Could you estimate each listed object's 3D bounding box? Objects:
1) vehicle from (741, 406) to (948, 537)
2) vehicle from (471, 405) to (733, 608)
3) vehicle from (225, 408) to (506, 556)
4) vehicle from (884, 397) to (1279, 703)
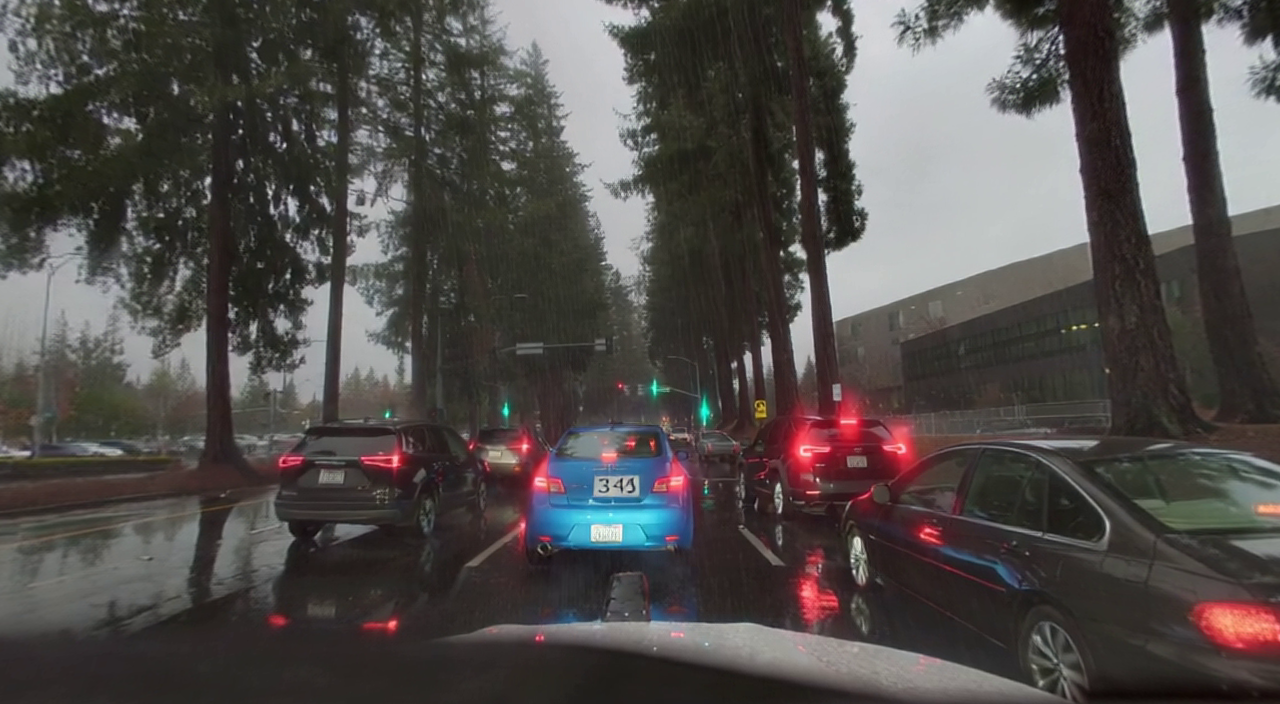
[{"bbox_3d":[3.345,2.077,11.536,2.117,1.879,4.715,0,-8,-1],"label":"vehicle"},{"bbox_3d":[-0.356,1.583,7.419,2.114,1.631,4.459,0,-8,-1],"label":"vehicle"},{"bbox_3d":[-3.756,1.886,9.886,2.141,1.718,4.809,0,-8,1],"label":"vehicle"},{"bbox_3d":[3.241,1.068,3.374,2.045,1.459,4.462,0,-8,-1],"label":"vehicle"}]
